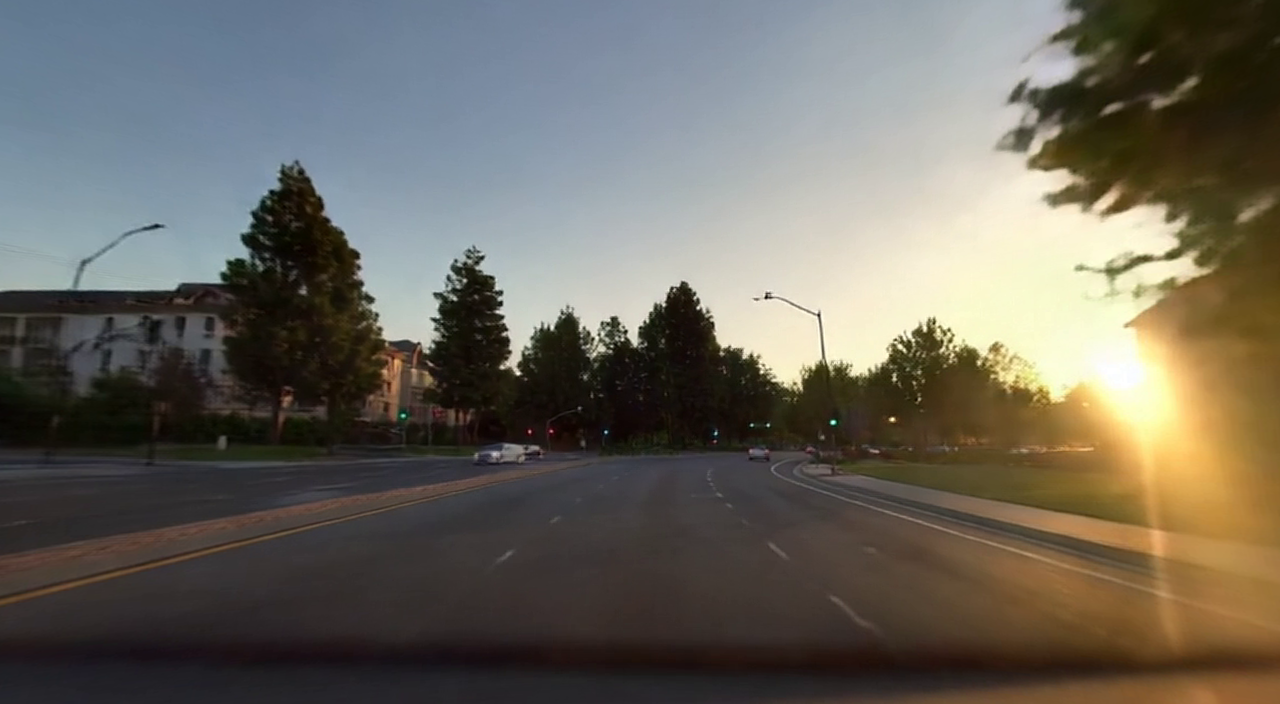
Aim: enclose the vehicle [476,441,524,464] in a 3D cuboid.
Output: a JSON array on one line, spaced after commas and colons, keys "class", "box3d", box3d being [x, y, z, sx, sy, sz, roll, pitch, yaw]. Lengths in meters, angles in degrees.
[{"class": "vehicle", "box3d": [-10.924, 7.881, 49.508, 2.080, 1.695, 4.454, -1, -9, 10]}]
